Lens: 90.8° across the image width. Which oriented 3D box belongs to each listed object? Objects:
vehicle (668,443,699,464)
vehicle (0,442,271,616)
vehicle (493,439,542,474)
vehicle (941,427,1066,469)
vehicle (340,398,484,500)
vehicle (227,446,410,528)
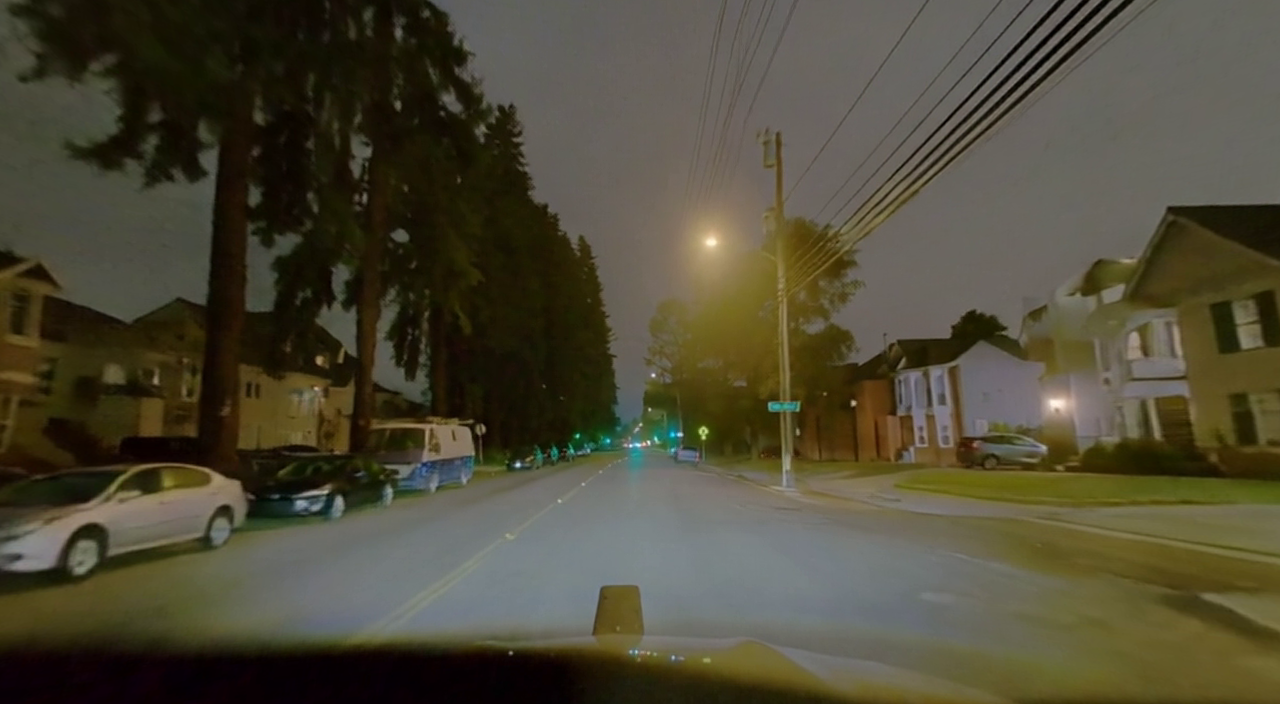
[{"bbox_3d":[3.247,7.697,48.014,1.869,1.453,4.237,0,-9,-2],"label":"vehicle"},{"bbox_3d":[-6.501,1.867,7.416,1.858,1.476,4.262,-1,-9,-2],"label":"vehicle"},{"bbox_3d":[-6.832,5.872,35.696,1.963,1.820,4.297,0,-8,-1],"label":"vehicle"},{"bbox_3d":[16.012,4.273,27.976,4.275,1.645,1.874,-2,-10,1],"label":"vehicle"},{"bbox_3d":[-6.865,3.088,19.985,2.439,2.724,5.647,-1,-10,0],"label":"vehicle"},{"bbox_3d":[-6.735,2.863,13.850,1.846,1.427,4.260,-1,-10,-1],"label":"vehicle"}]
